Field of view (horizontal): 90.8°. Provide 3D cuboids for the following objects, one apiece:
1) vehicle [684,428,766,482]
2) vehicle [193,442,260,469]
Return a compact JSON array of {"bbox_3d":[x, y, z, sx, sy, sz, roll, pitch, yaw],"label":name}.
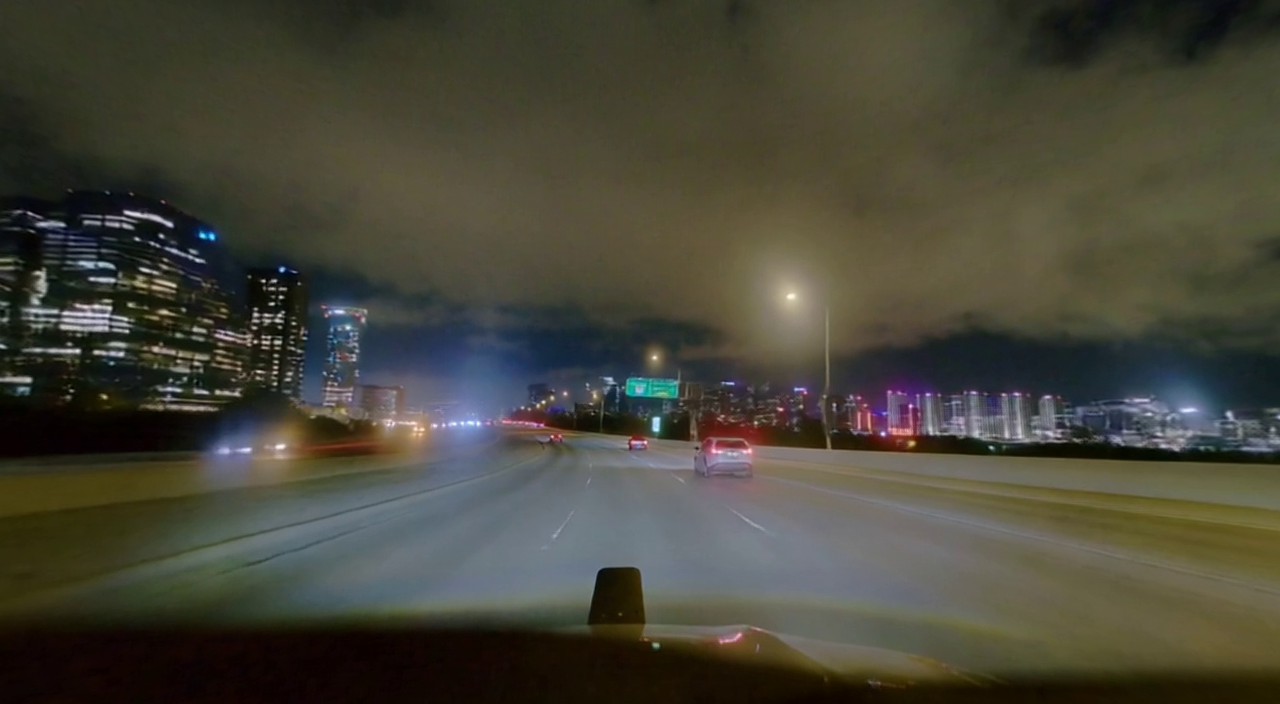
[{"bbox_3d":[3.004,3.785,23.436,2.110,1.780,4.682,0,-8,-3],"label":"vehicle"},{"bbox_3d":[-26.854,6.694,41.191,1.822,1.634,4.060,0,-8,-5],"label":"vehicle"}]
